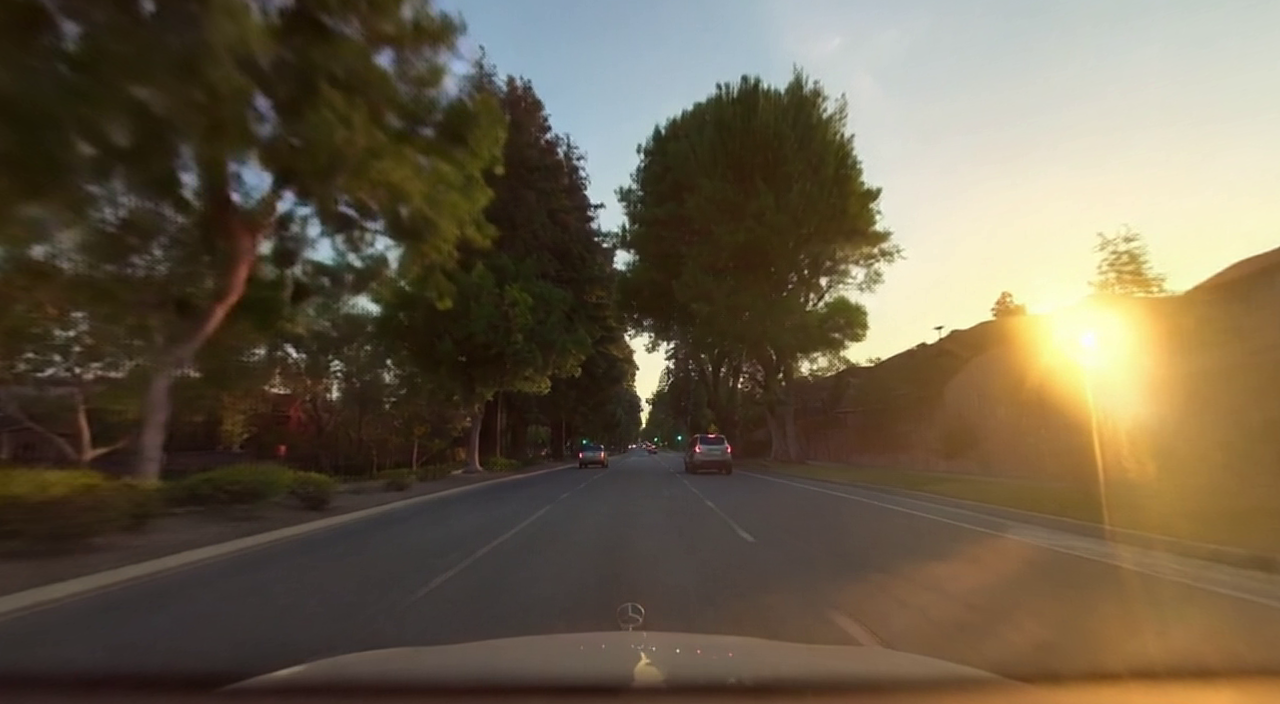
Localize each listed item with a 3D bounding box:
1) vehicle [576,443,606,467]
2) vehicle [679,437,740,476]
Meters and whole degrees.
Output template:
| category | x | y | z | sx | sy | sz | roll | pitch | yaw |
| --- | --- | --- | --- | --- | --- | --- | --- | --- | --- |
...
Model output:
| category | x | y | z | sx | sy | sz | roll | pitch | yaw |
| --- | --- | --- | --- | --- | --- | --- | --- | --- | --- |
| vehicle | -3.734 | 7.967 | 49.136 | 2.002 | 1.747 | 4.728 | 0 | -8 | 0 |
| vehicle | 3.260 | 5.039 | 30.610 | 2.321 | 1.695 | 5.037 | 0 | -8 | 0 |
